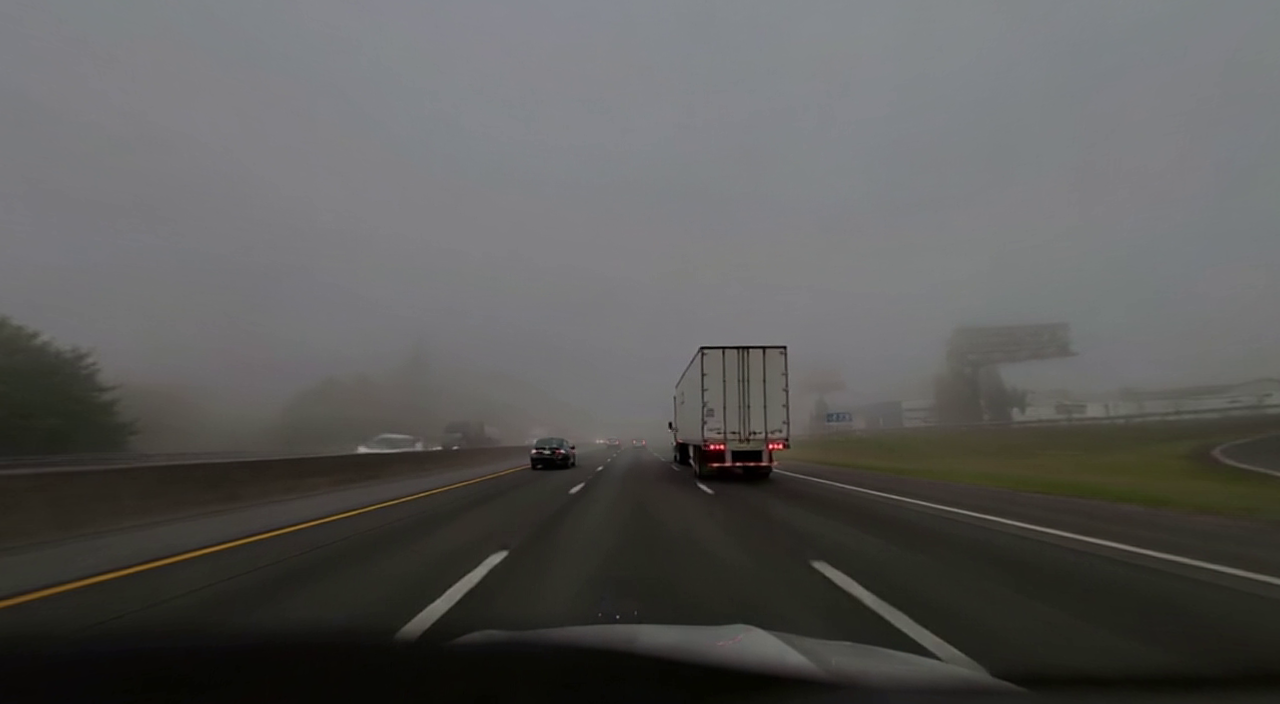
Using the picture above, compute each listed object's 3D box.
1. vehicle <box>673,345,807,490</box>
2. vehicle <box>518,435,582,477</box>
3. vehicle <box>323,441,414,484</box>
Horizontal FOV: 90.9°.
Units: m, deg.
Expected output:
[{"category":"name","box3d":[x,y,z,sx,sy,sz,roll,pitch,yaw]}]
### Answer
[{"category":"vehicle","box3d":[2.924,2.464,22.275,2.871,3.815,11.331,0,-8,0]},{"category":"vehicle","box3d":[-3.395,3.970,24.441,1.930,1.484,3.849,0,-8,0]},{"category":"vehicle","box3d":[-11.685,4.732,27.495,1.950,1.675,4.630,0,-8,-1]}]
